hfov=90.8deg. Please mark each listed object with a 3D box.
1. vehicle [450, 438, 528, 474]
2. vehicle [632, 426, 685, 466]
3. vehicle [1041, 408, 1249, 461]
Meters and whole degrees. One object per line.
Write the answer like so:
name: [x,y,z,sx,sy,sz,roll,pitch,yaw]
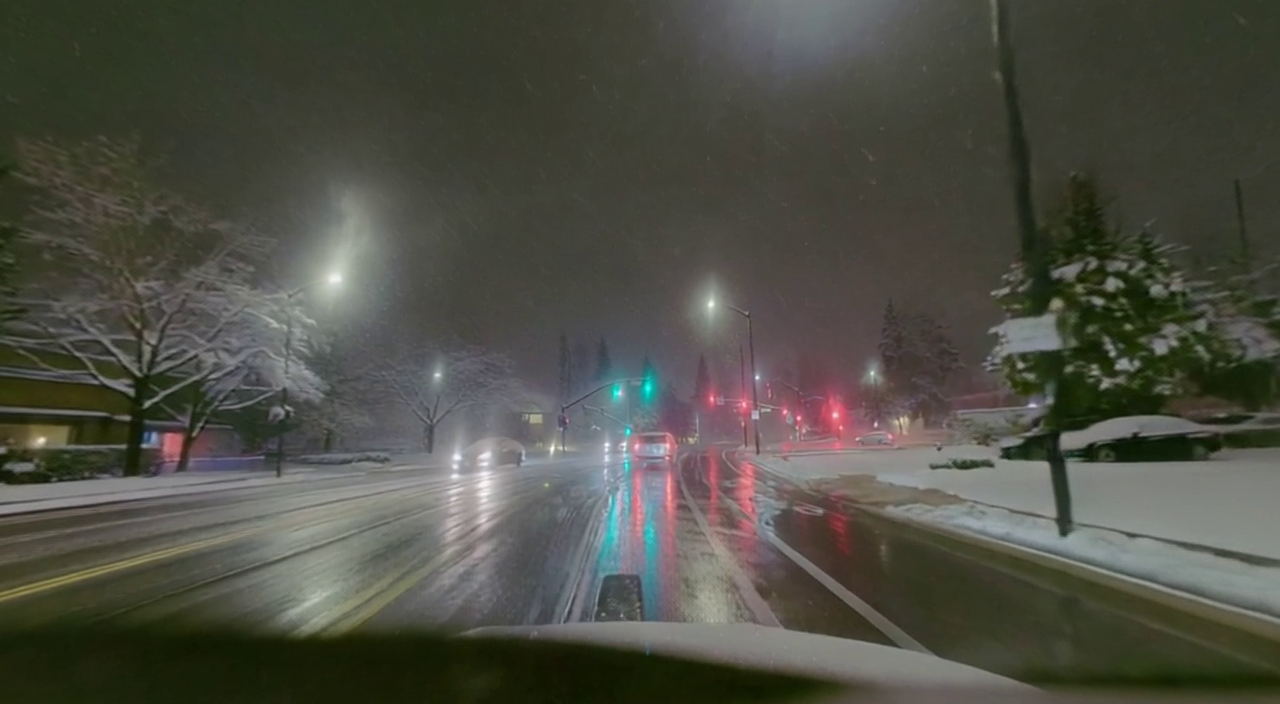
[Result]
vehicle: [-6.651,4.635,28.432,1.939,1.484,4.645,-1,-8,6]
vehicle: [1.006,4.725,31.814,2.230,1.827,4.298,-1,-8,7]
vehicle: [14.949,2.488,18.940,4.486,1.494,1.802,-1,-8,5]
